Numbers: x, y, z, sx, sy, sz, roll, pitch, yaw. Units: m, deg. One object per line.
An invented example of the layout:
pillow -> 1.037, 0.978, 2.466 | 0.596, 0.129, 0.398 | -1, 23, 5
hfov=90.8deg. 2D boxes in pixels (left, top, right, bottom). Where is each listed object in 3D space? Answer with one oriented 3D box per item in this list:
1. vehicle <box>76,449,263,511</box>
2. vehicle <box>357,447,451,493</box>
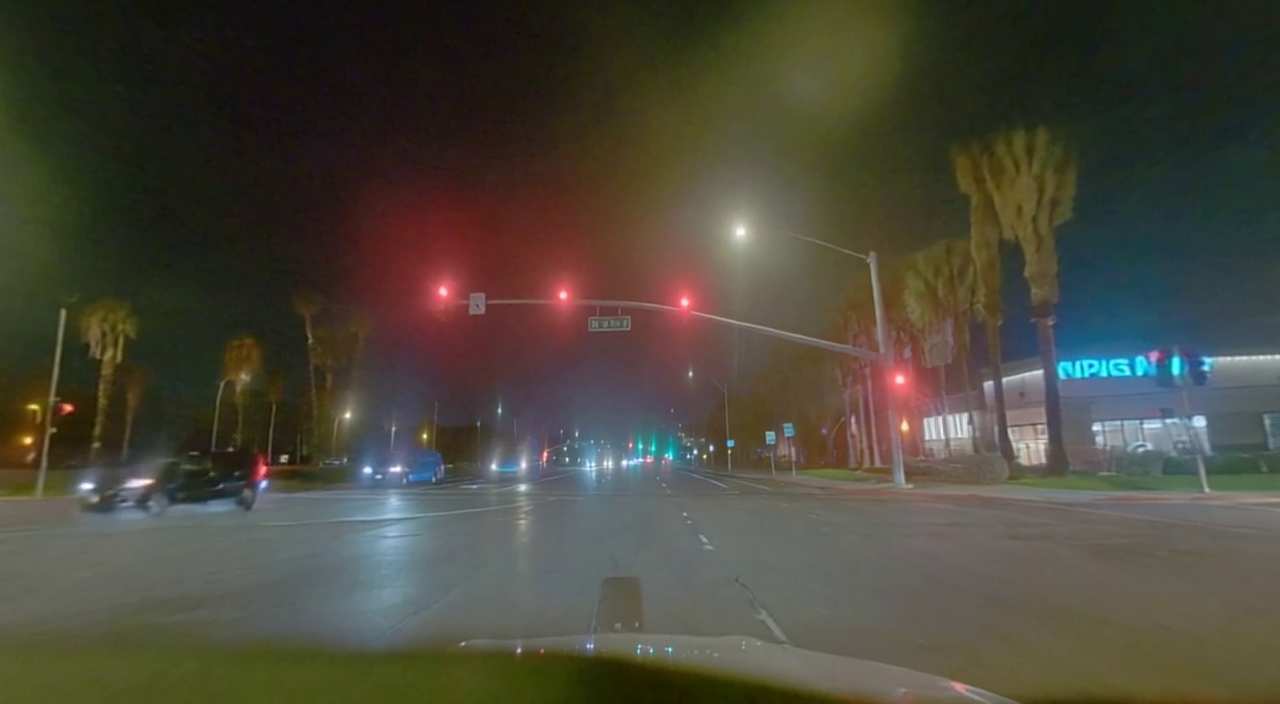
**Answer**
vehicle -> -13.972, 3.787, 19.230 | 1.995, 1.632, 4.609 | -1, -9, 3
vehicle -> -9.434, 4.728, 25.703 | 2.074, 1.681, 4.417 | 0, -9, 1
